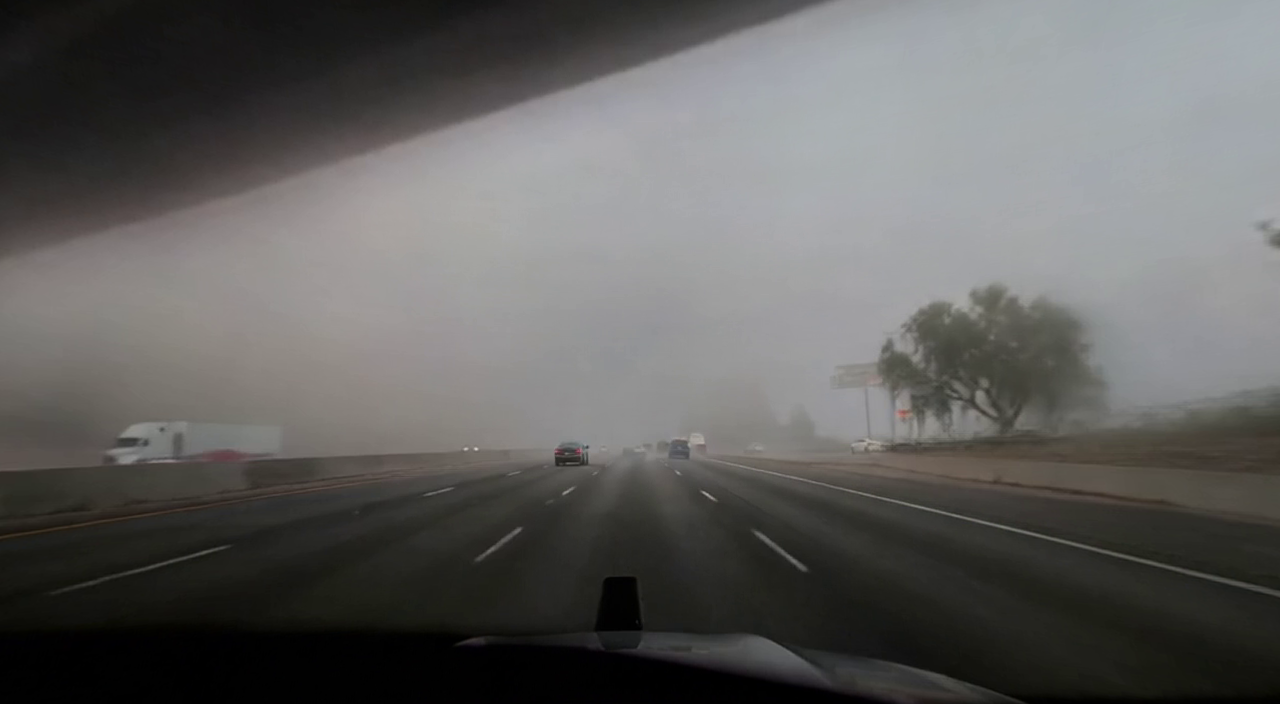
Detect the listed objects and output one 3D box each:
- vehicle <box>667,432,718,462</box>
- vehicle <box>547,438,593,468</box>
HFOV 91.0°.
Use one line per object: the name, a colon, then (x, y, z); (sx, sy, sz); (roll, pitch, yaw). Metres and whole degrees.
vehicle: (3.865, 7.501, 49.854); (3.042, 2.004, 14.051); (0, -8, 1)
vehicle: (-3.759, 5.537, 34.613); (2.066, 1.500, 4.415); (0, -8, 0)
